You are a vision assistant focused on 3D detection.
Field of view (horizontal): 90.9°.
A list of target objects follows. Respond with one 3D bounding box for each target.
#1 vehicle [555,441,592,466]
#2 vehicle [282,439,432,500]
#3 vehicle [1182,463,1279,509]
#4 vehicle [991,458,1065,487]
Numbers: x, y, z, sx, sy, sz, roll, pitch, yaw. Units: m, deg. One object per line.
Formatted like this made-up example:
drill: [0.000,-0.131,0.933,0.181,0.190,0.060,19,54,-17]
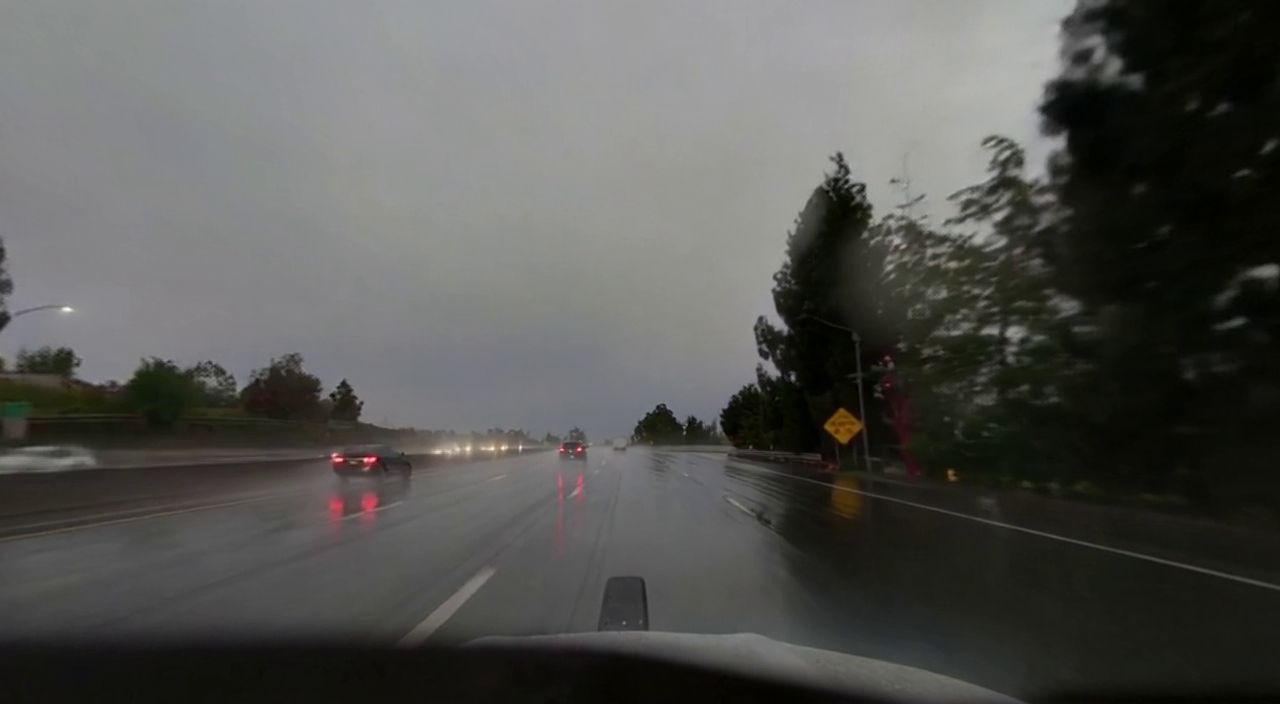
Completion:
vehicle: [-4.112,6.323,39.494,1.936,1.465,4.060,0,-8,-1]
vehicle: [-7.698,3.215,17.797,2.038,1.463,4.656,0,-8,1]
vehicle: [23.637,5.067,24.254,1.950,1.462,4.391,-1,-8,6]
vehicle: [22.172,6.883,36.246,2.005,1.478,4.056,-1,-8,6]
